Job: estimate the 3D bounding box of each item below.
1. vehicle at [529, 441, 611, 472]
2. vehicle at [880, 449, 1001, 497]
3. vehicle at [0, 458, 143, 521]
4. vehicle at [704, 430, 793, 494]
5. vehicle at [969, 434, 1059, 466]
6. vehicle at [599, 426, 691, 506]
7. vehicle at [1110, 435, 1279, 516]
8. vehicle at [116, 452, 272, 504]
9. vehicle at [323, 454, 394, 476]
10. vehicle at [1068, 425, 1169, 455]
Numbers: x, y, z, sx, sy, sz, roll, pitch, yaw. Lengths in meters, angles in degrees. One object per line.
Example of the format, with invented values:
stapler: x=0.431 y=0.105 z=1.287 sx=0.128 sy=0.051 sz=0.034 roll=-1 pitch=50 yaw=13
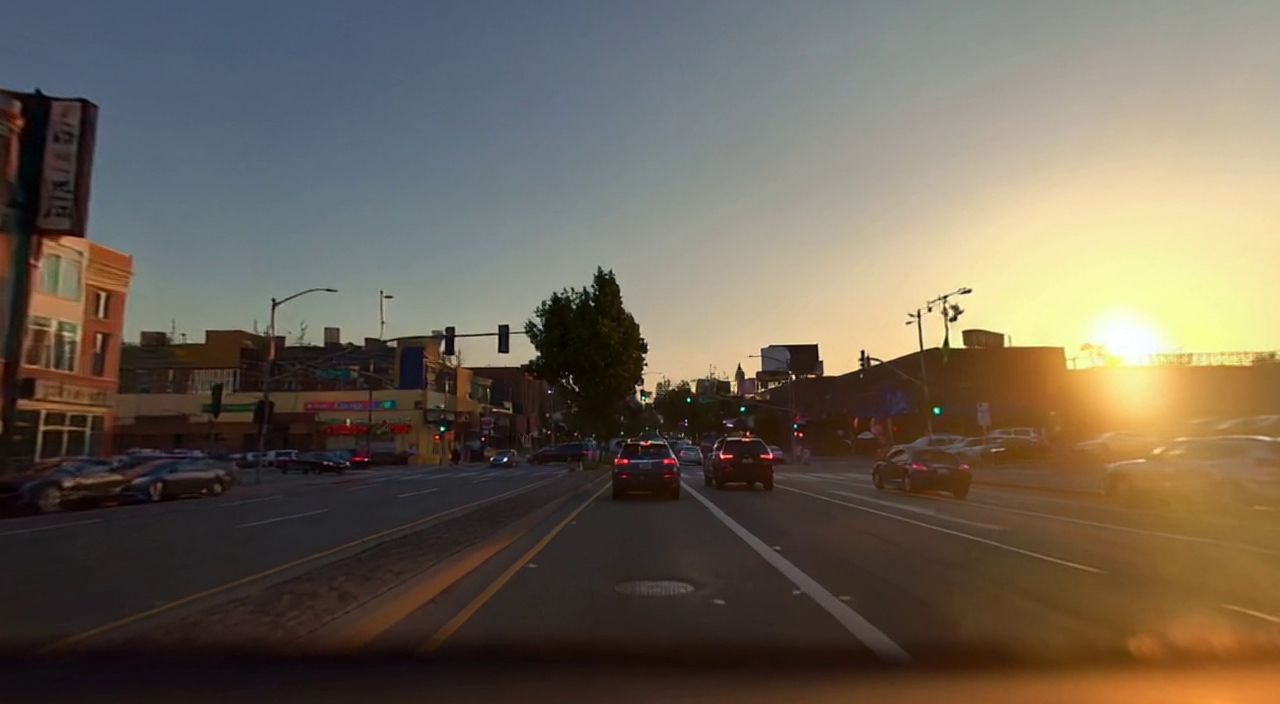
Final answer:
vehicle: x=-4.483 y=6.637 z=40.256 sx=4.827 sy=1.856 sz=2.291 roll=-5 pitch=-10 yaw=31
vehicle: x=10.146 y=4.083 z=21.743 sx=1.863 sy=1.426 sz=4.494 roll=0 pitch=-8 yaw=-1
vehicle: x=-15.768 y=3.459 z=16.253 sx=1.792 sy=1.429 sz=5.161 roll=0 pitch=-9 yaw=-2
vehicle: x=3.582 y=3.766 z=21.925 sx=2.115 sy=1.932 sz=5.189 roll=0 pitch=-9 yaw=0
vehicle: x=19.182 y=5.105 z=32.619 sx=1.735 sy=1.417 sz=4.476 roll=-3 pitch=-9 yaw=-2
vehicle: x=0.095 y=3.019 z=17.161 sx=2.157 sy=1.863 sz=4.665 roll=0 pitch=-9 yaw=-1
vehicle: x=13.759 y=2.814 z=14.712 sx=2.022 sy=1.590 sz=4.466 roll=-1 pitch=-10 yaw=-1
vehicle: x=-15.812 y=4.443 z=22.790 sx=2.096 sy=1.416 sz=4.885 roll=1 pitch=-6 yaw=0
vehicle: x=-21.029 y=8.442 z=47.218 sx=4.317 sy=1.503 sz=1.919 roll=0 pitch=-9 yaw=-1
vehicle: x=26.022 y=4.868 z=34.536 sx=1.812 sy=1.419 sz=4.725 roll=-3 pitch=-9 yaw=0
